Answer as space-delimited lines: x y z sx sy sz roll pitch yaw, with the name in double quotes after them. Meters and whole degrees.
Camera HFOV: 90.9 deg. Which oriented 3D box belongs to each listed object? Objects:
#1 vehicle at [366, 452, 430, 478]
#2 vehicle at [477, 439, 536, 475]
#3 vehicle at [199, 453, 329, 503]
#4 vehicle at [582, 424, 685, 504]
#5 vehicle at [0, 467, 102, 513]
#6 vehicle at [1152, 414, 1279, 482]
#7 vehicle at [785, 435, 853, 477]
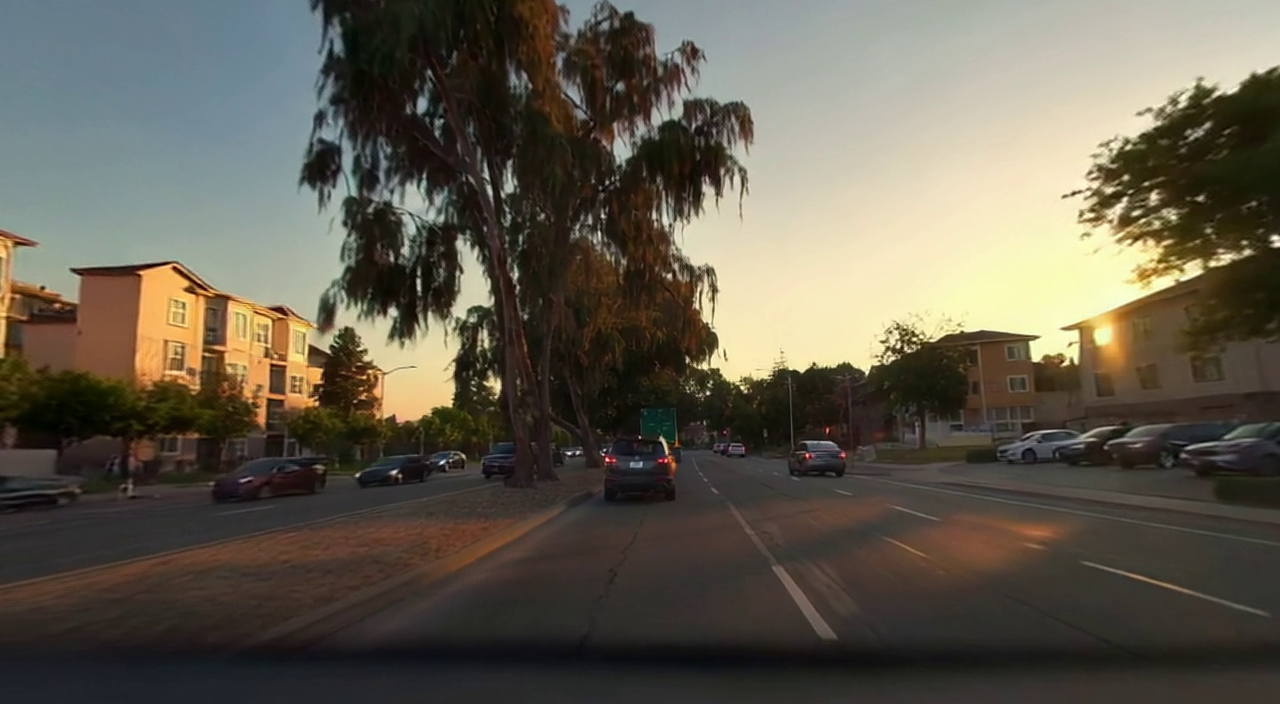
-15.618 7.308 40.960 2.010 1.510 4.532 -1 -8 5 "vehicle"
-7.196 5.691 34.468 2.119 1.778 4.760 0 -8 1 "vehicle"
-13.249 4.428 22.569 1.806 1.417 4.405 -4 -9 3 "vehicle"
0.001 2.913 16.772 2.332 1.798 4.546 -1 -8 4 "vehicle"
-23.276 5.152 23.702 1.824 1.476 4.499 -1 -9 6 "vehicle"
18.491 2.718 18.477 4.783 1.724 2.297 -4 -9 0 "vehicle"
7.996 4.669 28.555 1.971 1.722 4.341 0 -8 2 "vehicle"
